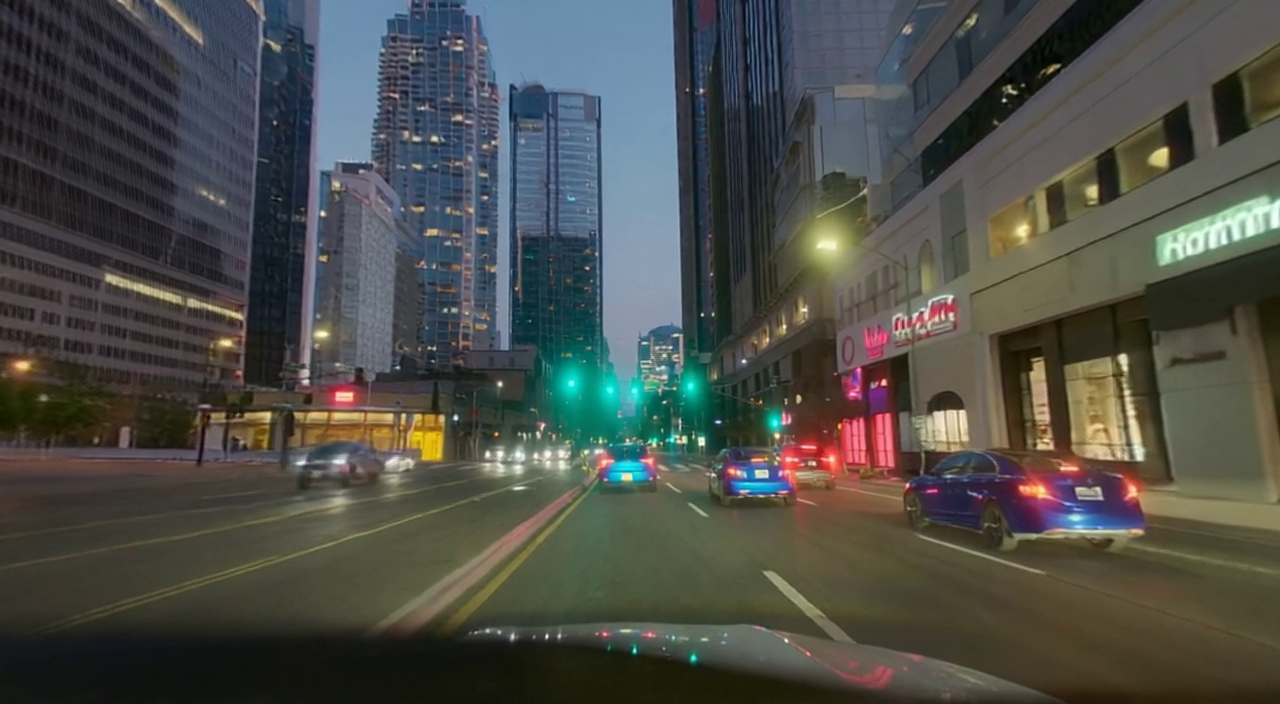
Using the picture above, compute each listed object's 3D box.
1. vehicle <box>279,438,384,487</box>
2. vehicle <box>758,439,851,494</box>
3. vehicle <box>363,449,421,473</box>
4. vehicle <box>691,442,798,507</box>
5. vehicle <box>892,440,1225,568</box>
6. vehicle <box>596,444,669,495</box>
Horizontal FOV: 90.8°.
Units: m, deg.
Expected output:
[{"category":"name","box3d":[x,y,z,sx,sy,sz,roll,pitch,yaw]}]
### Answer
[{"category":"vehicle","box3d":[-12.416,4.468,25.860,1.861,1.780,4.814,0,-9,0]},{"category":"vehicle","box3d":[5.831,4.097,23.023,2.015,1.745,4.444,0,-9,-2]},{"category":"vehicle","box3d":[-16.034,7.031,41.035,2.017,1.460,4.556,0,-9,-2]},{"category":"vehicle","box3d":[2.616,3.201,16.988,1.987,1.484,4.427,0,-9,-2]},{"category":"vehicle","box3d":[5.930,2.160,9.889,1.914,1.484,4.639,0,-9,-2]},{"category":"vehicle","box3d":[-0.284,3.721,20.399,2.096,1.457,4.160,0,-9,-2]}]
